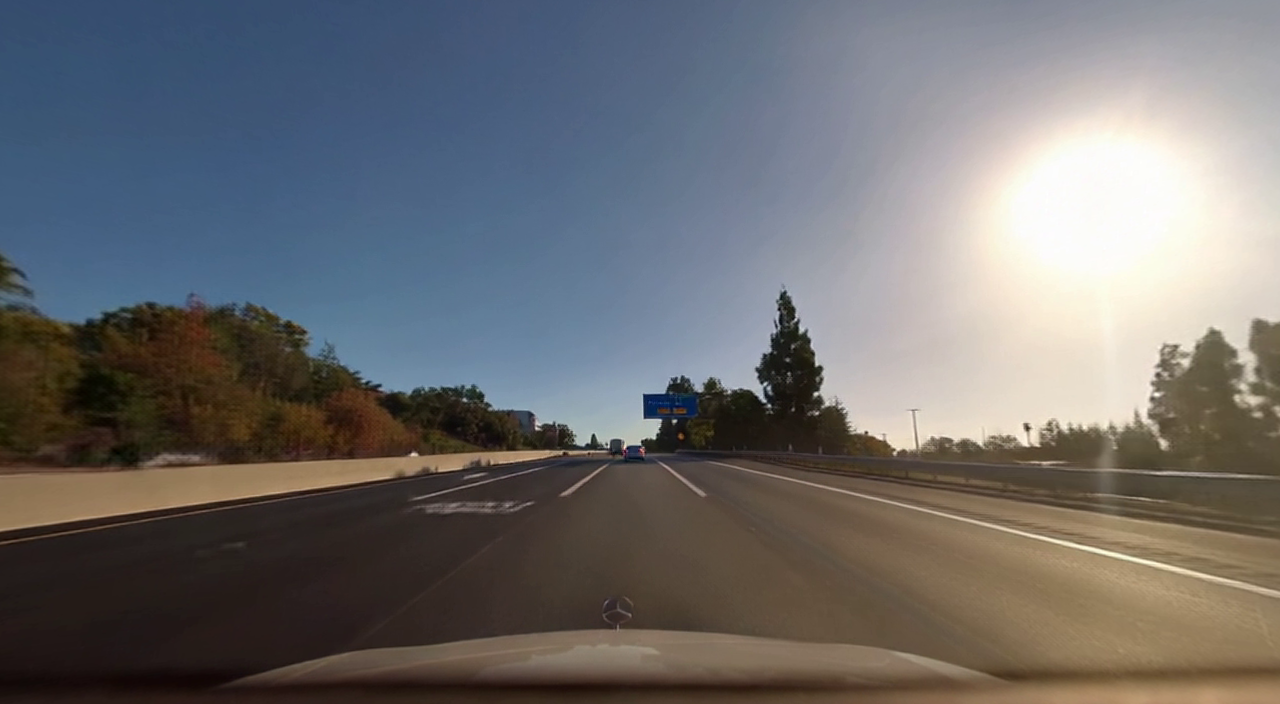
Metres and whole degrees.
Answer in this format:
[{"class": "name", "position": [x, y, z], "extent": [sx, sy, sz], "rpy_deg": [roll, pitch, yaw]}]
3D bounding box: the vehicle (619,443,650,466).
[{"class": "vehicle", "position": [-0.419, 7.140, 44.198], "extent": [2.080, 1.468, 3.884], "rpy_deg": [0, -9, -1]}]
